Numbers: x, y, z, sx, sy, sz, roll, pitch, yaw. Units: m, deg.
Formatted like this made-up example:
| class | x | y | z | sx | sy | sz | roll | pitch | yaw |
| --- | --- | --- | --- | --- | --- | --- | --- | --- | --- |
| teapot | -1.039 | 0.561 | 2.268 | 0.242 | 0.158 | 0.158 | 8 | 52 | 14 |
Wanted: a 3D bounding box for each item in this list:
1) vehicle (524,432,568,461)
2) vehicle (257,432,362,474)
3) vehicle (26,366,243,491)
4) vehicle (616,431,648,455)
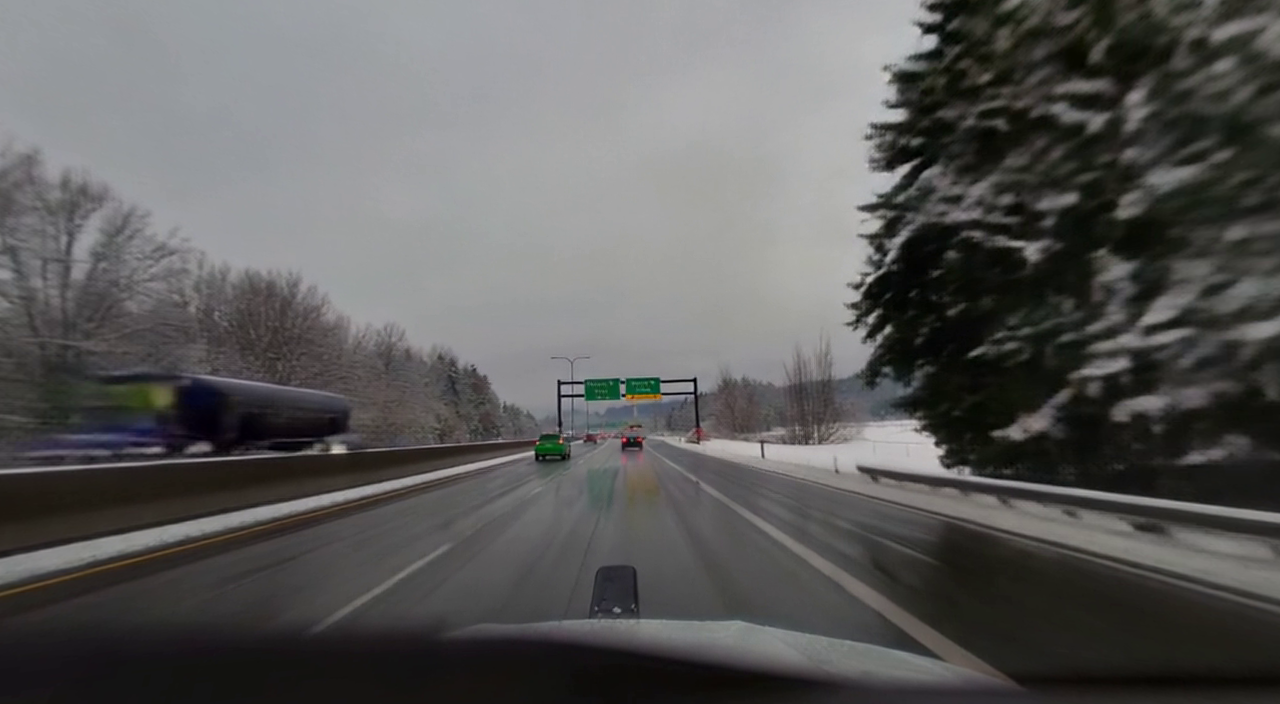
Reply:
| class | x | y | z | sx | sy | sz | roll | pitch | yaw |
| --- | --- | --- | --- | --- | --- | --- | --- | --- | --- |
| vehicle | -5.095 | 5.142 | 34.486 | 1.959 | 1.514 | 3.668 | 0 | -8 | -2 |
| vehicle | -13.193 | 4.035 | 25.528 | 1.890 | 1.523 | 4.519 | 0 | -8 | -2 |
| vehicle | -17.930 | 2.798 | 22.998 | 2.987 | 3.956 | 5.796 | 0 | -8 | -2 |
| vehicle | -0.579 | 6.398 | 44.389 | 2.139 | 1.561 | 4.060 | 0 | -8 | -1 |
